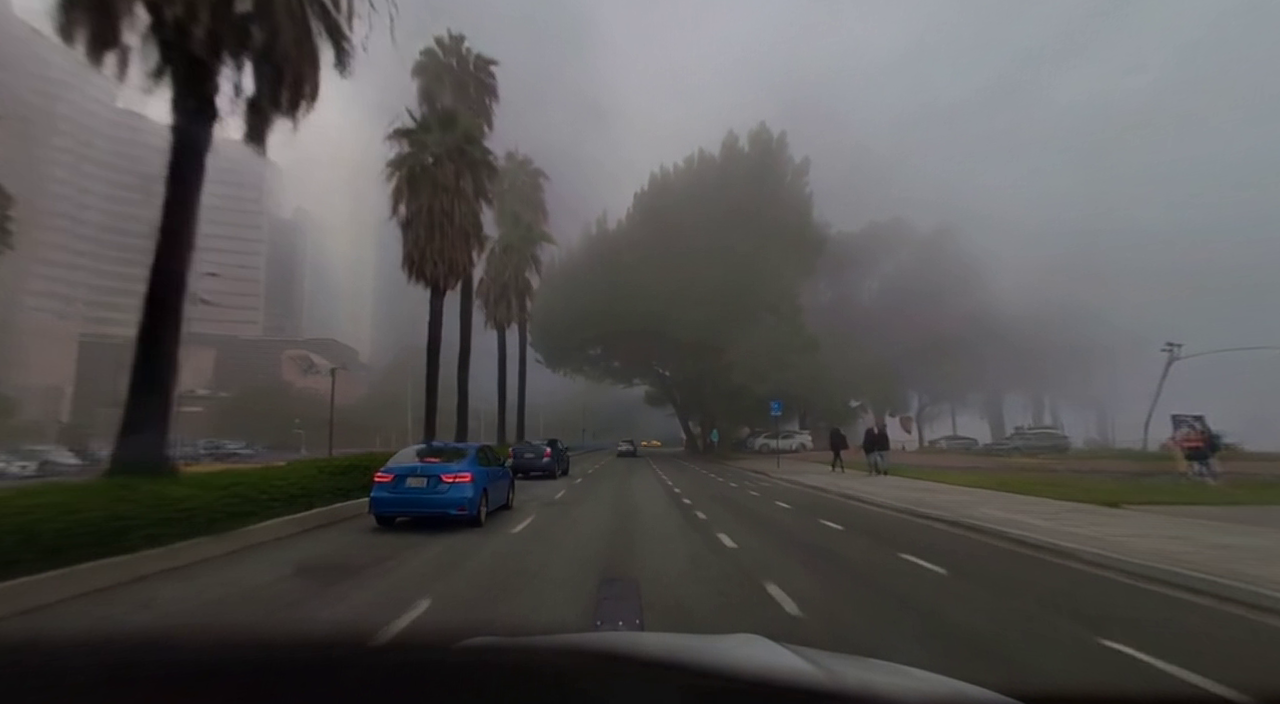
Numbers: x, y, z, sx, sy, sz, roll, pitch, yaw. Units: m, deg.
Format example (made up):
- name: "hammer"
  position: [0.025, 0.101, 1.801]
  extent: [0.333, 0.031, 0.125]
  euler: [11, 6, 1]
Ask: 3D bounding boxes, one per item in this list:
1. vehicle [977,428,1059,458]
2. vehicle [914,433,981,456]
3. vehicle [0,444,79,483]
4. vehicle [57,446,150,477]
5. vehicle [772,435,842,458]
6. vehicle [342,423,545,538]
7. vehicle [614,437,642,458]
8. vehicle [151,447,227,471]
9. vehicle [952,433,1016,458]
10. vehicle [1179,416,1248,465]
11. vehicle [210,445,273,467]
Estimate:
- name: "vehicle"
  position: [24.967, 6.068, 42.043]
  extent: [2.147, 1.886, 5.603]
  euler: [0, -8, 2]
- name: "vehicle"
  position: [20.292, 6.145, 41.917]
  extent: [1.976, 1.431, 4.774]
  euler: [-1, -8, -1]
- name: "vehicle"
  position: [-30.792, 5.415, 30.895]
  extent: [1.947, 1.763, 5.176]
  euler: [0, -8, -1]
- name: "vehicle"
  position: [-31.117, 6.336, 36.831]
  extent: [1.835, 1.664, 3.972]
  euler: [-2, -9, 2]
- name: "vehicle"
  position: [12.717, 7.239, 48.368]
  extent: [4.749, 1.522, 1.905]
  euler: [-1, -9, -3]
- name: "vehicle"
  position: [-3.009, 2.081, 10.833]
  extent: [2.071, 1.544, 4.383]
  euler: [0, -8, 0]
- name: "vehicle"
  position: [-0.902, 7.131, 47.198]
  extent: [2.004, 1.465, 3.713]
  euler: [0, -8, 0]
- name: "vehicle"
  position: [-31.005, 7.370, 43.667]
  extent: [1.859, 1.524, 4.812]
  euler: [0, -8, -2]
- name: "vehicle"
  position: [22.667, 6.177, 41.795]
  extent: [1.938, 1.522, 4.121]
  euler: [0, -8, 2]
- name: "vehicle"
  position: [24.346, 3.770, 26.943]
  extent: [1.679, 1.923, 3.703]
  euler: [-6, -10, 36]
- name: "vehicle"
  position: [-31.178, 8.136, 49.593]
  extent: [1.888, 1.625, 4.699]
  euler: [0, -8, 0]
